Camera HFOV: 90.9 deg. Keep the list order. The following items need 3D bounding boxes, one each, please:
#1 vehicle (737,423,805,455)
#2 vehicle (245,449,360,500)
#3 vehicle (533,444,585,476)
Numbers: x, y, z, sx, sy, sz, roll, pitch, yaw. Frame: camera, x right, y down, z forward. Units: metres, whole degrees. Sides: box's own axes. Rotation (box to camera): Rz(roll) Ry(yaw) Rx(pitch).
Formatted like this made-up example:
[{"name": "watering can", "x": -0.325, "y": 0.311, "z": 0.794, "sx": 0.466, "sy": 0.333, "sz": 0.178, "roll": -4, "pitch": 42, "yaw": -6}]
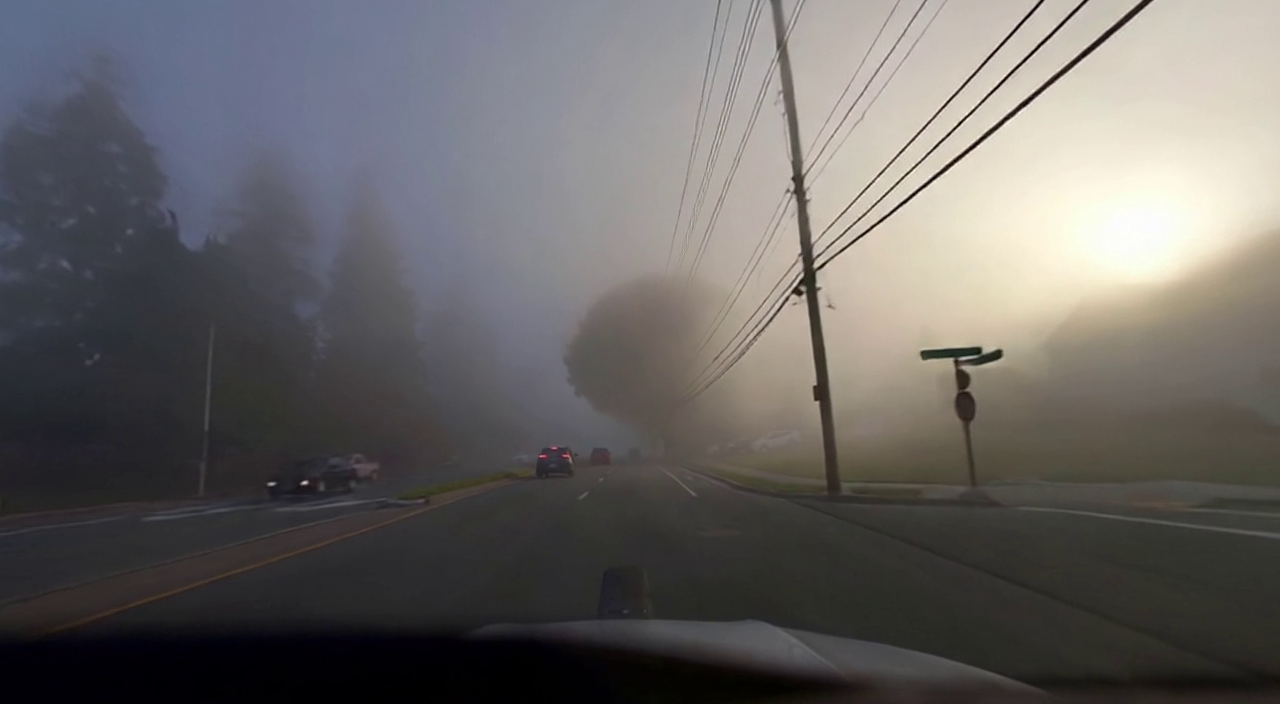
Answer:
[{"name": "vehicle", "x": 10.221, "y": 6.827, "z": 49.453, "sx": 4.610, "sy": 1.853, "sz": 2.265, "roll": -7, "pitch": -9, "yaw": -4}, {"name": "vehicle", "x": -12.425, "y": 4.498, "z": 23.562, "sx": 1.954, "sy": 1.648, "sz": 4.287, "roll": 0, "pitch": -8, "yaw": -1}, {"name": "vehicle", "x": -3.958, "y": 5.358, "z": 31.579, "sx": 2.084, "sy": 1.466, "sz": 4.522, "roll": 0, "pitch": -8, "yaw": -2}]
